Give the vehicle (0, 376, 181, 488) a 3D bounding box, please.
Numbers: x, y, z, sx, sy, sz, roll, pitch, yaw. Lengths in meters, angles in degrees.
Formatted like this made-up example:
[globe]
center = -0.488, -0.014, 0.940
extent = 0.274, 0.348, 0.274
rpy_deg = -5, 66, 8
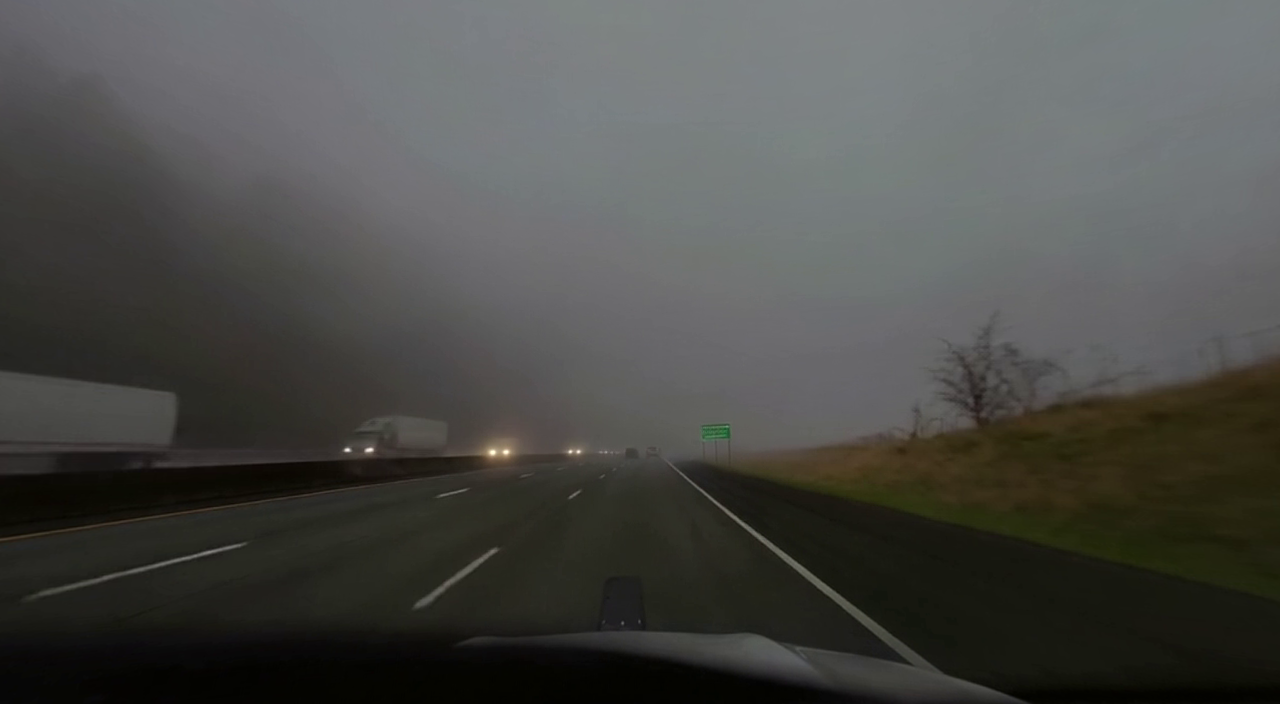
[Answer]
[vehicle]
center = -23.218, 2.904, 22.648
extent = 2.918, 3.747, 13.877
rpy_deg = 0, -9, 1
